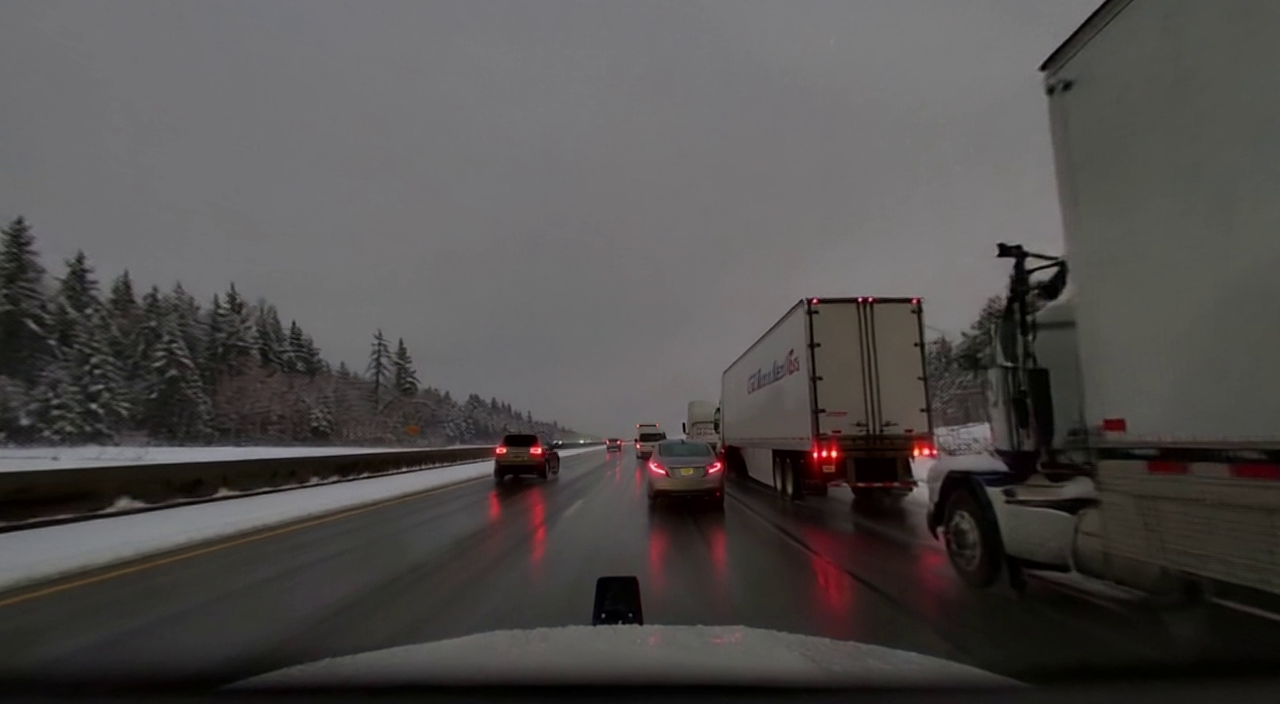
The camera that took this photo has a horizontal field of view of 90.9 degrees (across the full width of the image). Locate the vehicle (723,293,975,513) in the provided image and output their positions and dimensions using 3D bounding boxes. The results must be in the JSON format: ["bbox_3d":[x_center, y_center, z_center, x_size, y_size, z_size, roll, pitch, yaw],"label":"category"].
[{"bbox_3d":[4.756,1.858,18.822,2.883,4.070,14.423,0,-8,1],"label":"vehicle"}]

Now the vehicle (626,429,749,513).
[{"bbox_3d":[0.851,2.431,13.555,2.200,1.495,4.282,0,-8,0],"label":"vehicle"}]

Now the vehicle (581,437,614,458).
[{"bbox_3d":[-3.268,7.527,49.740,2.181,1.538,4.169,0,-8,2],"label":"vehicle"}]

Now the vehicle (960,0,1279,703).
[{"bbox_3d":[4.504,-0.289,2.703,2.981,3.988,6.053,0,-8,0],"label":"vehicle"}]

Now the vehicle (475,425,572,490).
[{"bbox_3d":[-3.355,3.136,19.178,2.006,1.729,4.447,0,-8,1],"label":"vehicle"}]
